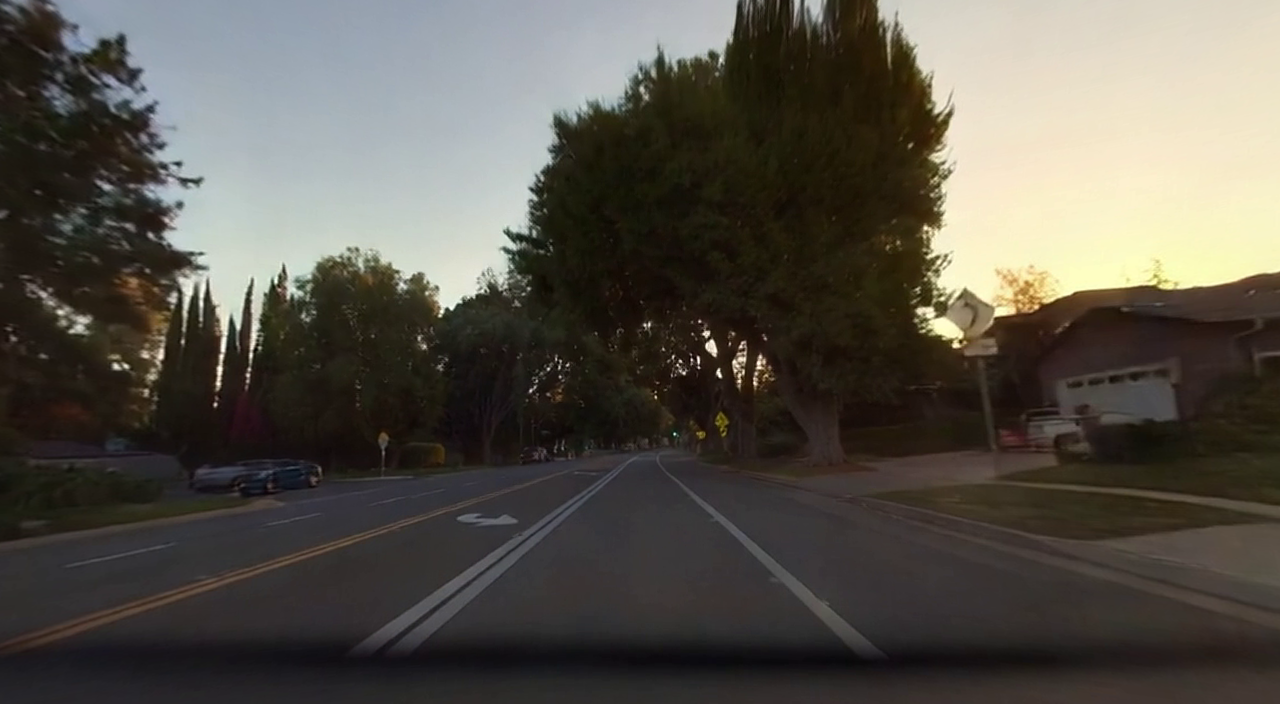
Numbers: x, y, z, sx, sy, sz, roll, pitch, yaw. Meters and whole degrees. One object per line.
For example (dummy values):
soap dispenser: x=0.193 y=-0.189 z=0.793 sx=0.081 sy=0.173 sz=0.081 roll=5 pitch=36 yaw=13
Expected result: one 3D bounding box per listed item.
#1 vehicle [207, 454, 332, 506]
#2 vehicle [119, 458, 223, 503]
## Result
vehicle: x=-14.291 y=4.921 z=24.685 sx=2.199 sy=1.592 sz=4.492 roll=-4 pitch=-8 yaw=1
vehicle: x=-19.317 y=5.265 z=26.178 sx=2.012 sy=1.572 sz=3.830 roll=1 pitch=-9 yaw=-13
